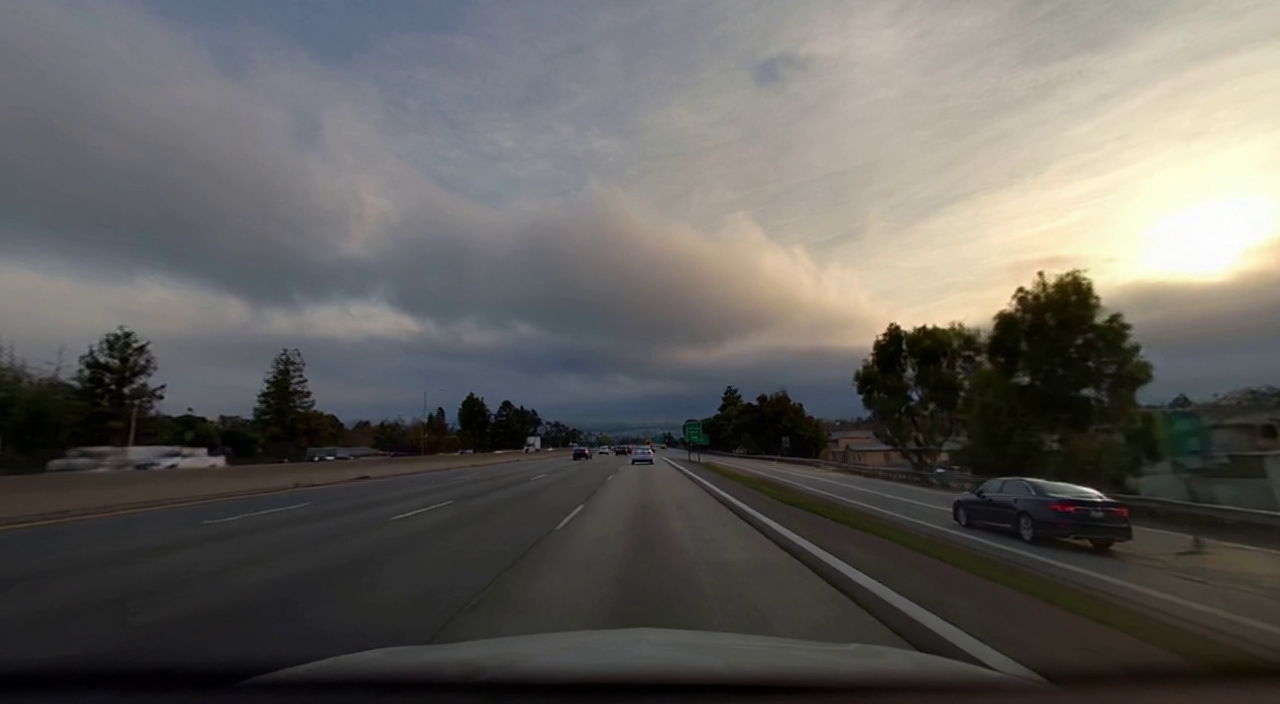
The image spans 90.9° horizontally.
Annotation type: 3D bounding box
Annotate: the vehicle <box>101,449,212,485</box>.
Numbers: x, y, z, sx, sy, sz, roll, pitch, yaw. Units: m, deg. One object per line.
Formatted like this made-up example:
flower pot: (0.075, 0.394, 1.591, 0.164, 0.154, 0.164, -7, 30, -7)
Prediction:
vehicle: (-23.049, 5.480, 30.329, 1.823, 1.517, 4.379, 0, -8, 0)

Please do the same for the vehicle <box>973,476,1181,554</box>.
vehicle: (14.726, 5.468, 21.898, 2.599, 1.962, 5.759, 1, -8, -8)

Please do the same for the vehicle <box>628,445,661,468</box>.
vehicle: (0.276, 6.770, 41.116, 2.051, 1.443, 3.770, 0, -8, 0)
